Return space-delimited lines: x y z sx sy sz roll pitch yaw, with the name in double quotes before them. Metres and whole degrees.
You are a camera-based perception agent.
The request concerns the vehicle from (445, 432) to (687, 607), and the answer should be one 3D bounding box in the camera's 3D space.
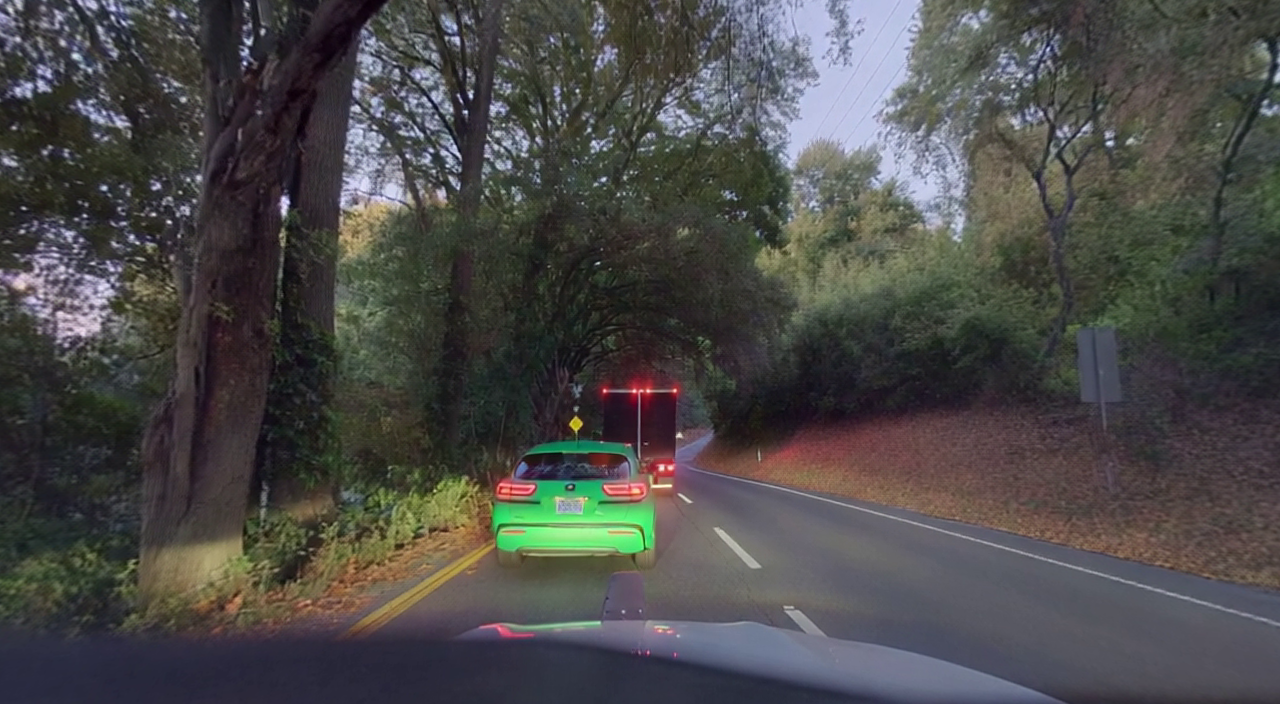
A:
"vehicle" -0.629 1.752 7.523 2.076 1.490 4.078 0 -9 0
